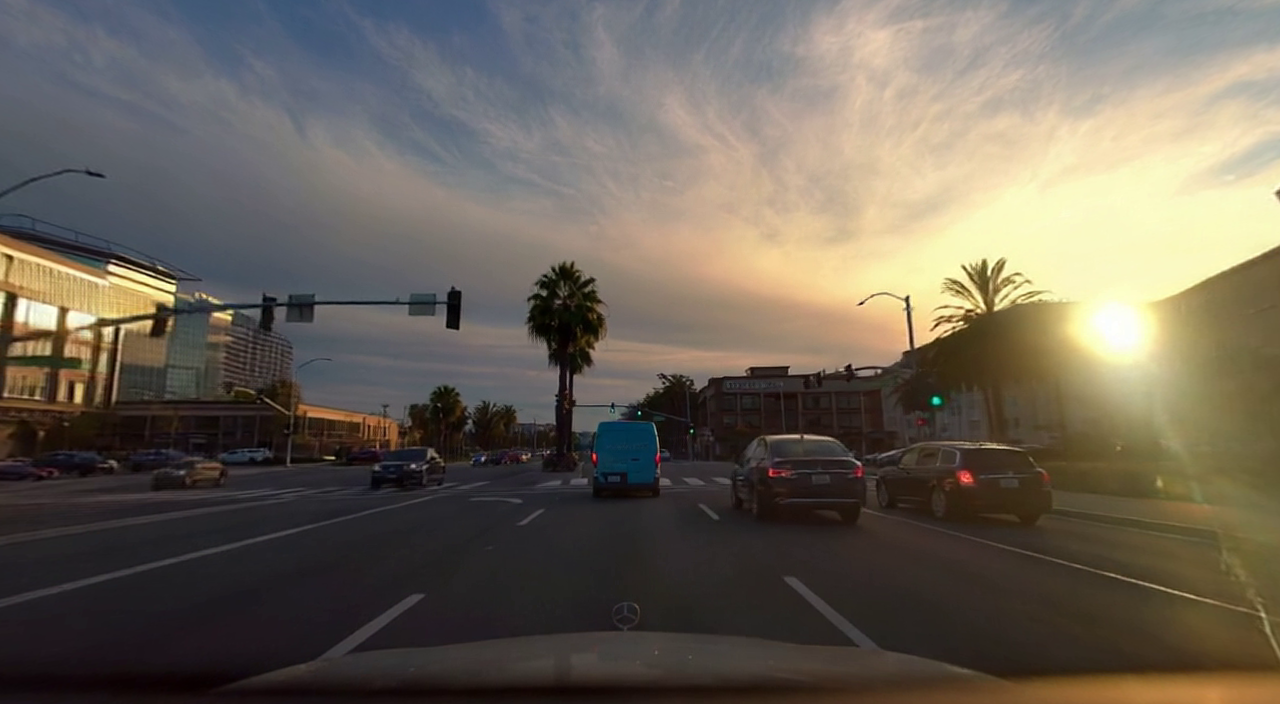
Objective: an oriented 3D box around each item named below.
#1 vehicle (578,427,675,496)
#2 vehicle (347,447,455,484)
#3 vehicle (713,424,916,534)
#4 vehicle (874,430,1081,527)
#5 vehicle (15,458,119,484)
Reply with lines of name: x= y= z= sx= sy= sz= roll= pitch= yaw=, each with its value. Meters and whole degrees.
vehicle: x=-0.522 y=3.655 z=21.478 sx=2.848 sy=1.991 sz=5.706 roll=0 pitch=-9 yaw=-3
vehicle: x=-11.500 y=5.405 z=30.418 sx=4.681 sy=1.653 sz=2.109 roll=-4 pitch=-9 yaw=25
vehicle: x=3.087 y=2.397 z=12.595 sx=2.462 sy=1.736 sz=4.899 roll=0 pitch=-9 yaw=-2
vehicle: x=7.124 y=2.696 z=14.041 sx=2.023 sy=1.771 sz=4.488 roll=0 pitch=-9 yaw=-1
vehicle: x=-38.627 y=8.000 z=42.722 sx=4.644 sy=1.622 sz=2.315 roll=0 pitch=-9 yaw=-3
